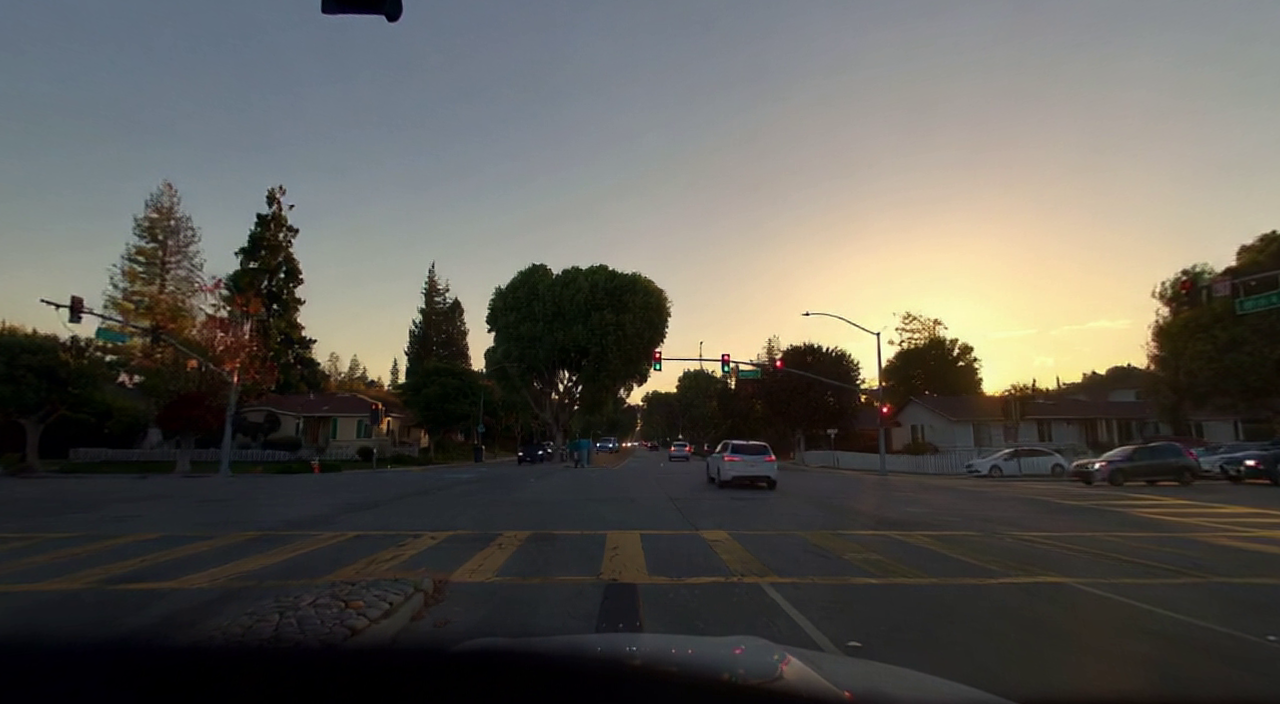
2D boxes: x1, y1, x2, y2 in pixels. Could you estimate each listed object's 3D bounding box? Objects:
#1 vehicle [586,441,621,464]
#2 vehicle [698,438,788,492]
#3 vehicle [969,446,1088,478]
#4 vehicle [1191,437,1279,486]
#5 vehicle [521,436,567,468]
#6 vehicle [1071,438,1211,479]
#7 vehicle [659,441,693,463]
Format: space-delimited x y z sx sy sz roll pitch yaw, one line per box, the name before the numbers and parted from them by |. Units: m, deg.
vehicle | -2.400 6.714 42.287 2.045 1.484 3.991 0 -9 0
vehicle | 2.992 3.397 19.376 1.947 1.467 4.455 0 -9 -1
vehicle | 19.733 5.606 32.246 4.874 1.544 1.779 0 -9 1
vehicle | 23.629 4.041 23.472 4.417 1.725 1.969 0 -9 -1
vehicle | -5.444 5.688 36.195 2.025 1.704 4.104 0 -9 0
vehicle | 23.497 4.989 29.751 4.807 1.835 2.033 0 -9 -1
vehicle | 2.641 7.422 46.899 2.142 1.506 4.948 0 -9 -1
